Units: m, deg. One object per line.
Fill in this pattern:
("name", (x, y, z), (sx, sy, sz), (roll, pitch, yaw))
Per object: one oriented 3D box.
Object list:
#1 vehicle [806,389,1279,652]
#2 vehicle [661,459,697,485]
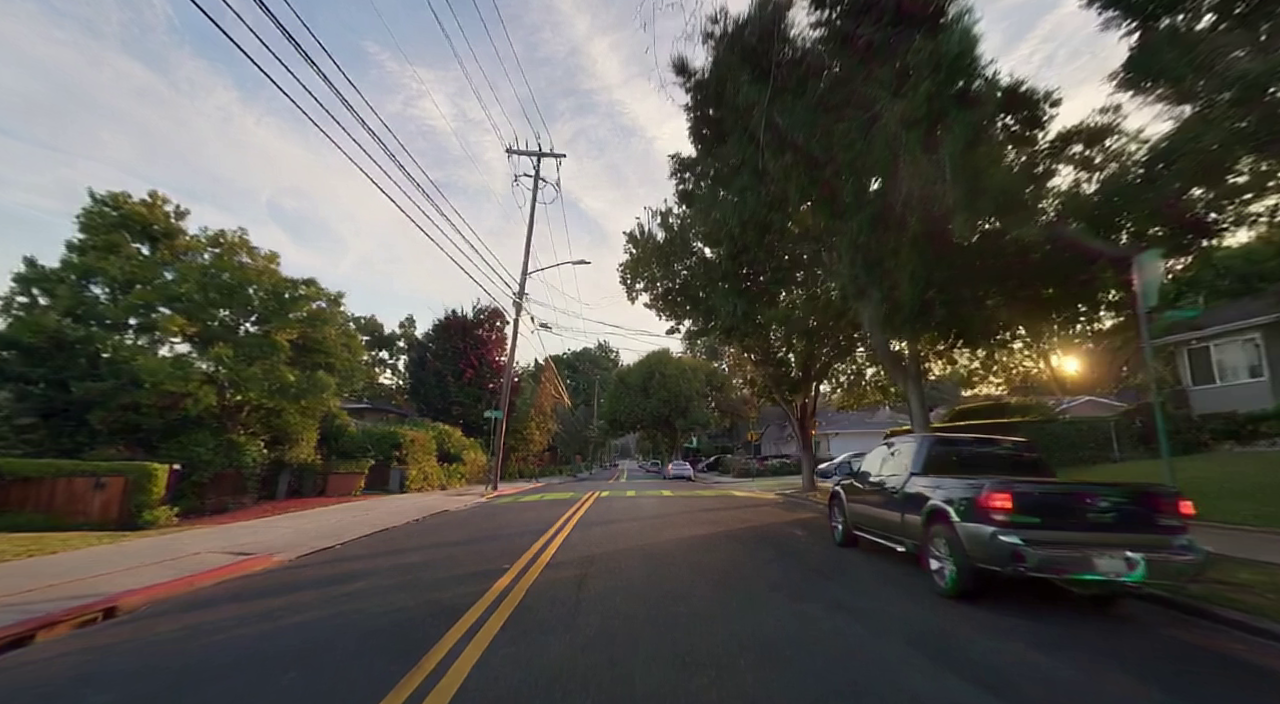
("vehicle", (3.452, 1.477, 6.680), (2.097, 1.742, 4.789), (0, -8, 0))
("vehicle", (2.623, 8.249, 43.857), (1.989, 1.545, 5.423), (0, -8, -2))
